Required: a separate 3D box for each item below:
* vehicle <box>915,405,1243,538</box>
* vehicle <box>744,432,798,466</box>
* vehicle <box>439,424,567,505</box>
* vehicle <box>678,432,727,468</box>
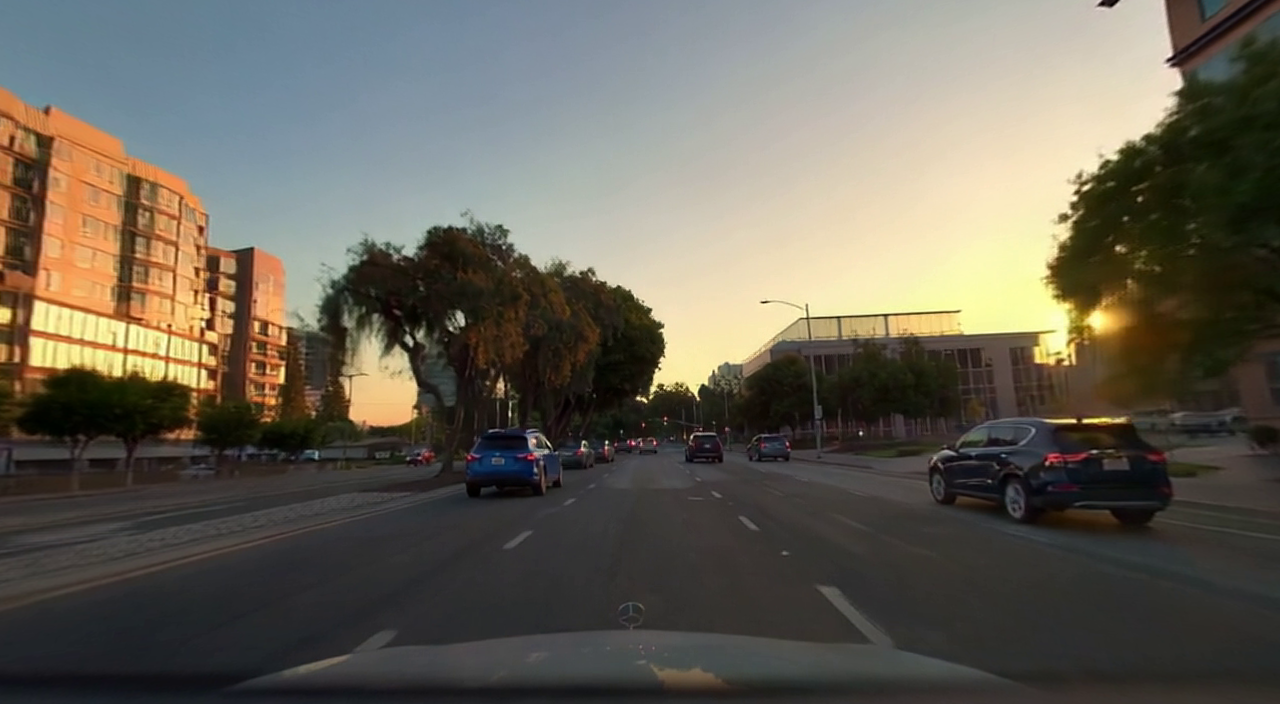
[{"bbox_3d":[6.536,1.846,10.269,2.088,1.666,4.512,0,-9,0],"label":"vehicle"},{"bbox_3d":[7.431,5.537,36.139,2.076,1.793,4.464,0,-9,-1],"label":"vehicle"},{"bbox_3d":[-3.189,2.736,15.708,2.141,1.719,4.379,0,-9,1],"label":"vehicle"},{"bbox_3d":[3.360,5.414,34.889,2.178,1.804,4.766,0,-9,0],"label":"vehicle"}]
